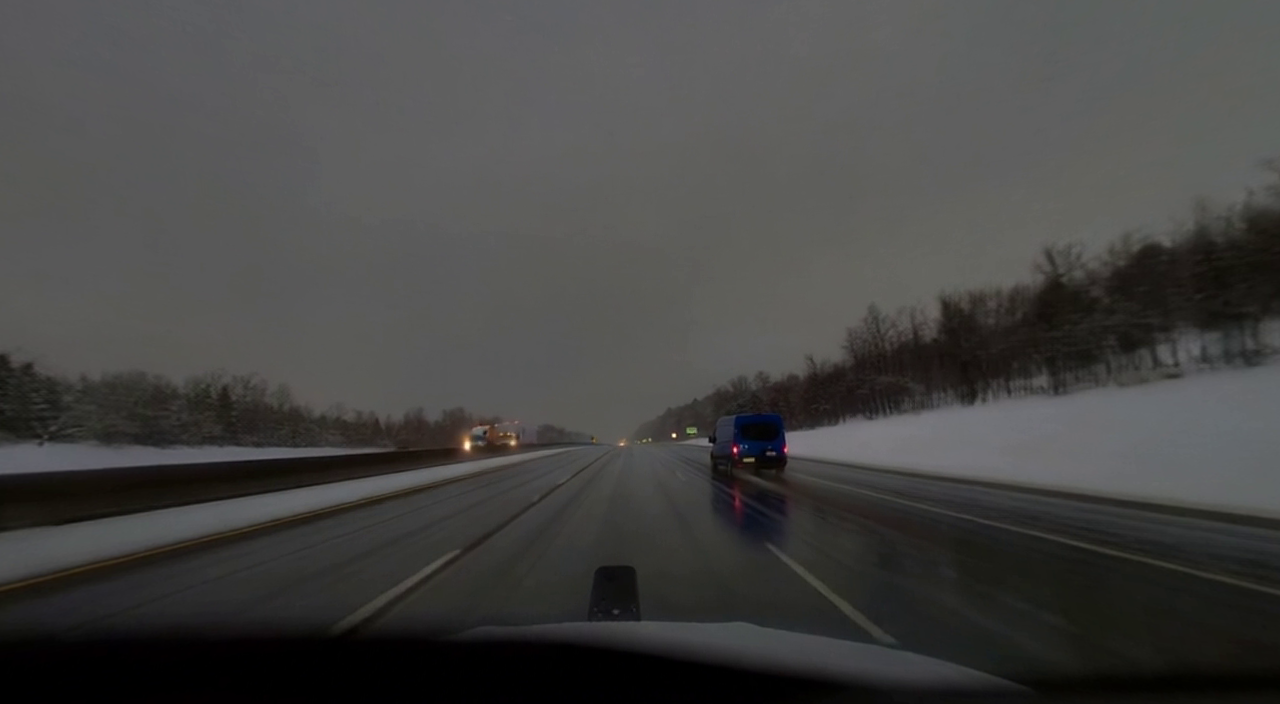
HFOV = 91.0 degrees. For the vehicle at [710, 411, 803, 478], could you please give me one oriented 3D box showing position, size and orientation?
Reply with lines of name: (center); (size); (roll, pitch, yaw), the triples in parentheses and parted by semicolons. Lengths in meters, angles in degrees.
vehicle: (3.839, 3.156, 21.628); (2.161, 2.002, 4.631); (-1, -8, -2)
